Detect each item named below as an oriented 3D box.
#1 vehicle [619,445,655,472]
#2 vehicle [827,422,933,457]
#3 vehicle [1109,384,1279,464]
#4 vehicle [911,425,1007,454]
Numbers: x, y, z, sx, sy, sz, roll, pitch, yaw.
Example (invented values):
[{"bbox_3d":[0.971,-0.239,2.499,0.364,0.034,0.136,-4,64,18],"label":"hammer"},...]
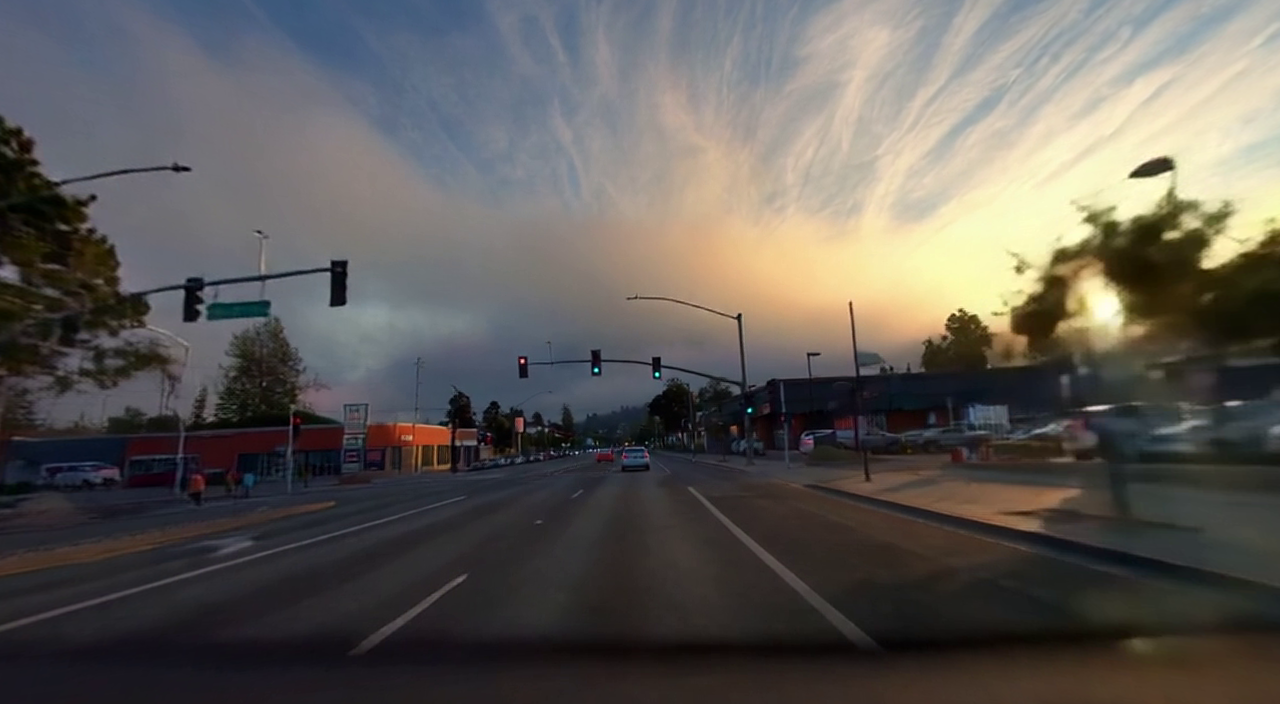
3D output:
[{"bbox_3d":[-0.167,6.207,36.918,1.977,1.451,4.032,0,-9,-1],"label":"vehicle"},{"bbox_3d":[13.020,4.801,34.459,4.852,1.805,2.155,0,-9,-2],"label":"vehicle"},{"bbox_3d":[12.925,1.537,13.325,4.323,1.534,2.133,0,-9,-1],"label":"vehicle"},{"bbox_3d":[18.705,5.146,37.129,4.586,1.623,1.861,0,-9,-1],"label":"vehicle"}]
